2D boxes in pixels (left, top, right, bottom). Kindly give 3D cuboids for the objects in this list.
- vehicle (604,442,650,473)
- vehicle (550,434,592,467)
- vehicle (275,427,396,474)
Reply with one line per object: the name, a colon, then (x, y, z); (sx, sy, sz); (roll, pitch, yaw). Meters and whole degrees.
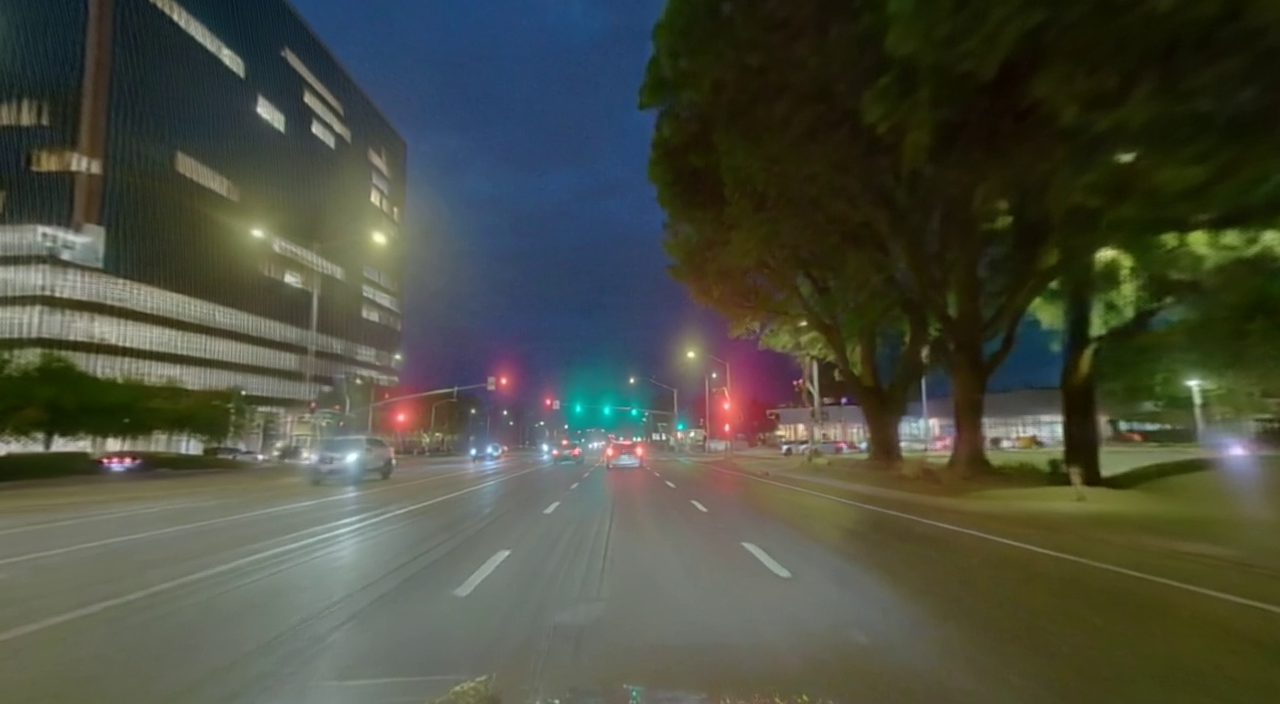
vehicle: (-0.642, 4.998, 30.149); (2.050, 1.385, 4.096); (0, -8, -2)
vehicle: (-3.942, 5.737, 36.780); (2.001, 1.784, 4.483); (0, -8, 0)
vehicle: (-15.363, 5.036, 32.571); (2.680, 2.131, 6.995); (0, -8, 0)
